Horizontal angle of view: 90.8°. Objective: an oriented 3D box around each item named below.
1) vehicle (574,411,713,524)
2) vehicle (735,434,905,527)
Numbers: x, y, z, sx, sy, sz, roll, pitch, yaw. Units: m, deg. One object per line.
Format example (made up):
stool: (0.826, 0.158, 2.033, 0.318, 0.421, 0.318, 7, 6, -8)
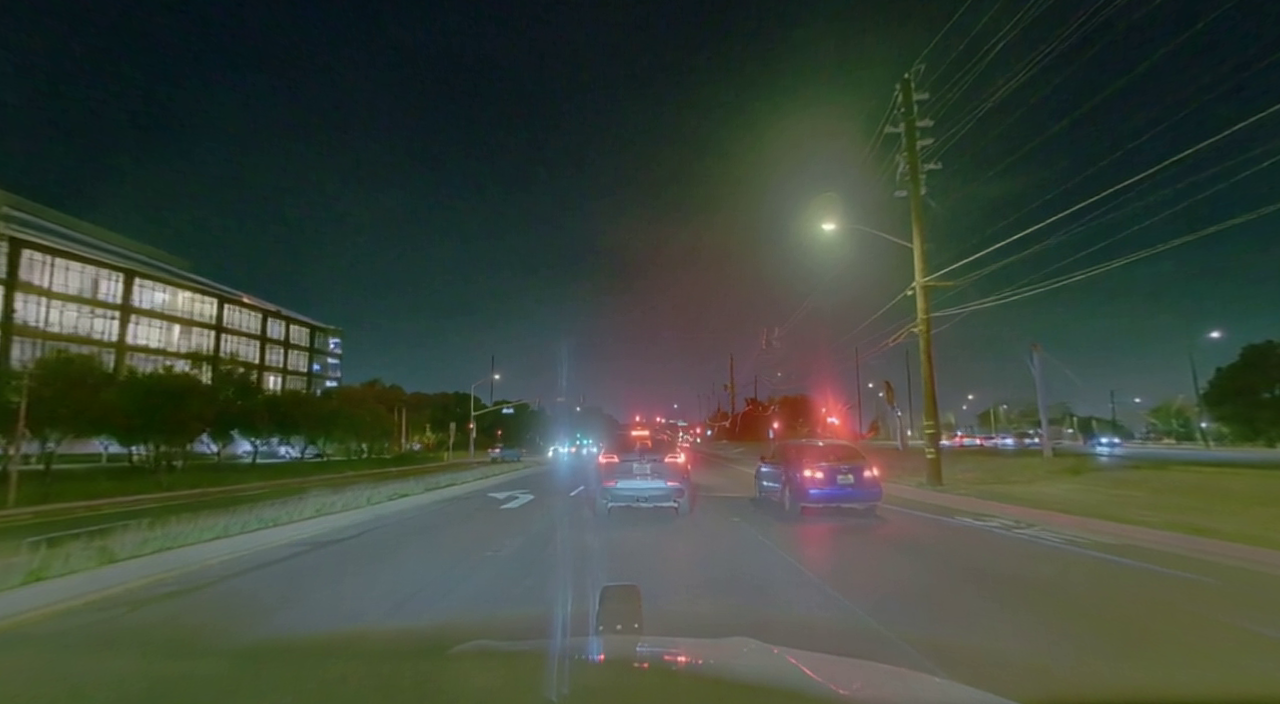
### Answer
vehicle: (0.069, 2.159, 12.279, 2.189, 1.776, 4.342, 0, -8, 0)
vehicle: (3.231, 2.400, 12.461, 1.990, 1.482, 4.575, 0, -8, 0)
